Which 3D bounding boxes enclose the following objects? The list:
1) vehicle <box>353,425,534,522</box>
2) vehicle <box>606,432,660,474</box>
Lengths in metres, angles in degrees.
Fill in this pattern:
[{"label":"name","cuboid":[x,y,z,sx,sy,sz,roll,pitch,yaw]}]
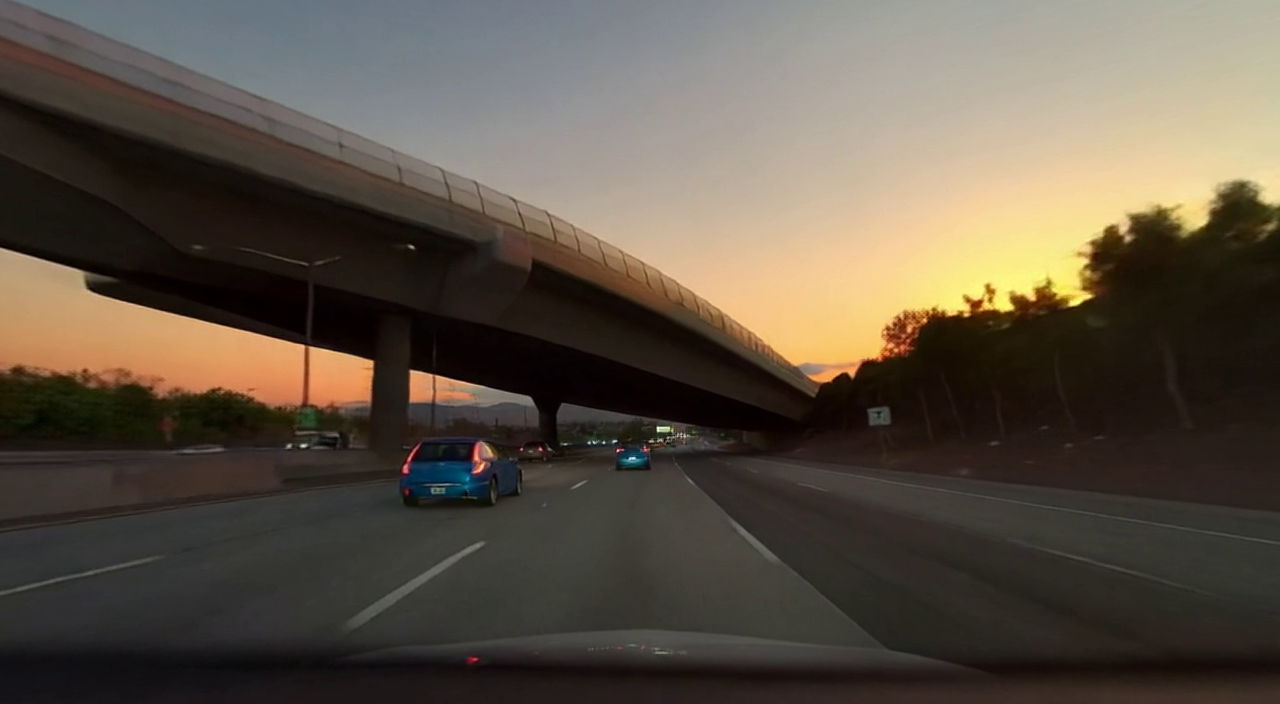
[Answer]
[{"label":"vehicle","cuboid":[-3.659,2.358,12.754,2.124,1.607,4.531,0,-8,1]},{"label":"vehicle","cuboid":[-0.234,4.387,27.406,2.155,1.690,4.318,0,-8,1]}]
